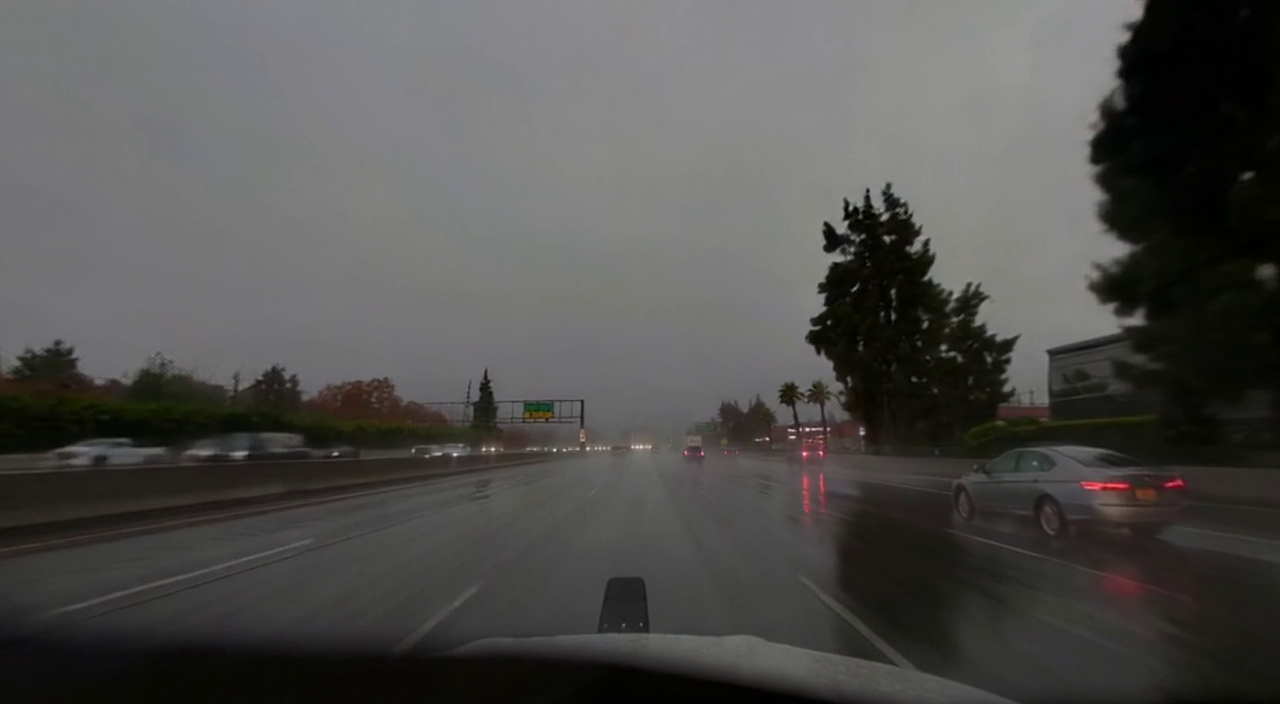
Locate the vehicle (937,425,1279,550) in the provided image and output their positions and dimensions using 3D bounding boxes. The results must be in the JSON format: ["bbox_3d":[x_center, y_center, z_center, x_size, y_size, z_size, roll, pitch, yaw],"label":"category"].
[{"bbox_3d":[7.039,2.053,10.322,2.071,1.543,4.702,0,-8,0],"label":"vehicle"}]

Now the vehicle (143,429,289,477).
[{"bbox_3d":[-18.566,4.484,28.130,2.259,1.871,6.046,0,-8,1],"label":"vehicle"}]

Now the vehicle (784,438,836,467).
[{"bbox_3d":[11.599,6.872,43.283,2.168,1.861,4.678,0,-8,-1],"label":"vehicle"}]
